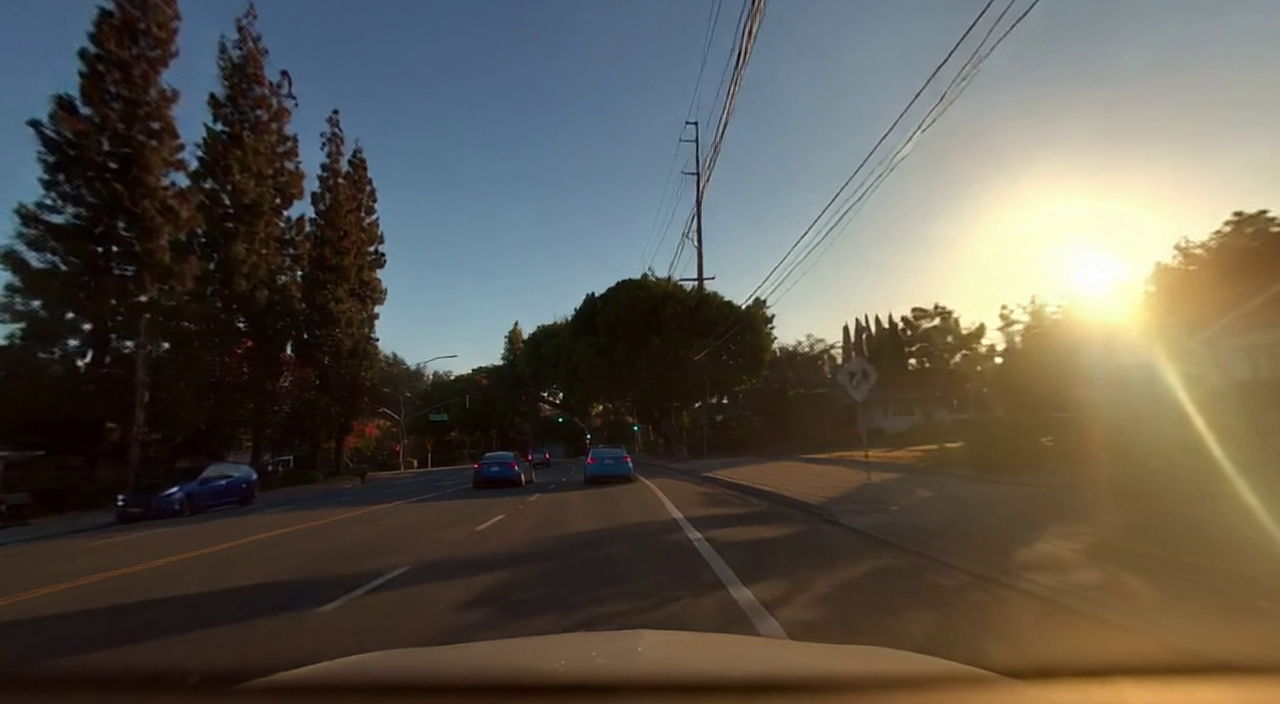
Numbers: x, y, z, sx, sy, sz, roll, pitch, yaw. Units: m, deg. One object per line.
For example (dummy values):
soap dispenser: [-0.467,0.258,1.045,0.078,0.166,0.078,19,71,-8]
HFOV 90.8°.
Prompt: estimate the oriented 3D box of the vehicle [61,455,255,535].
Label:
vehicle: [-15.479,4.559,20.888,2.094,2.000,5.603,2,-7,-2]

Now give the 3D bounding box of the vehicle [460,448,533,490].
vehicle: [-5.283,4.356,23.867,1.913,1.425,4.235,0,-9,-2]

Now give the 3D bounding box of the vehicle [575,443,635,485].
vehicle: [-1.402,4.390,25.151,2.168,1.504,4.284,1,-9,-3]
